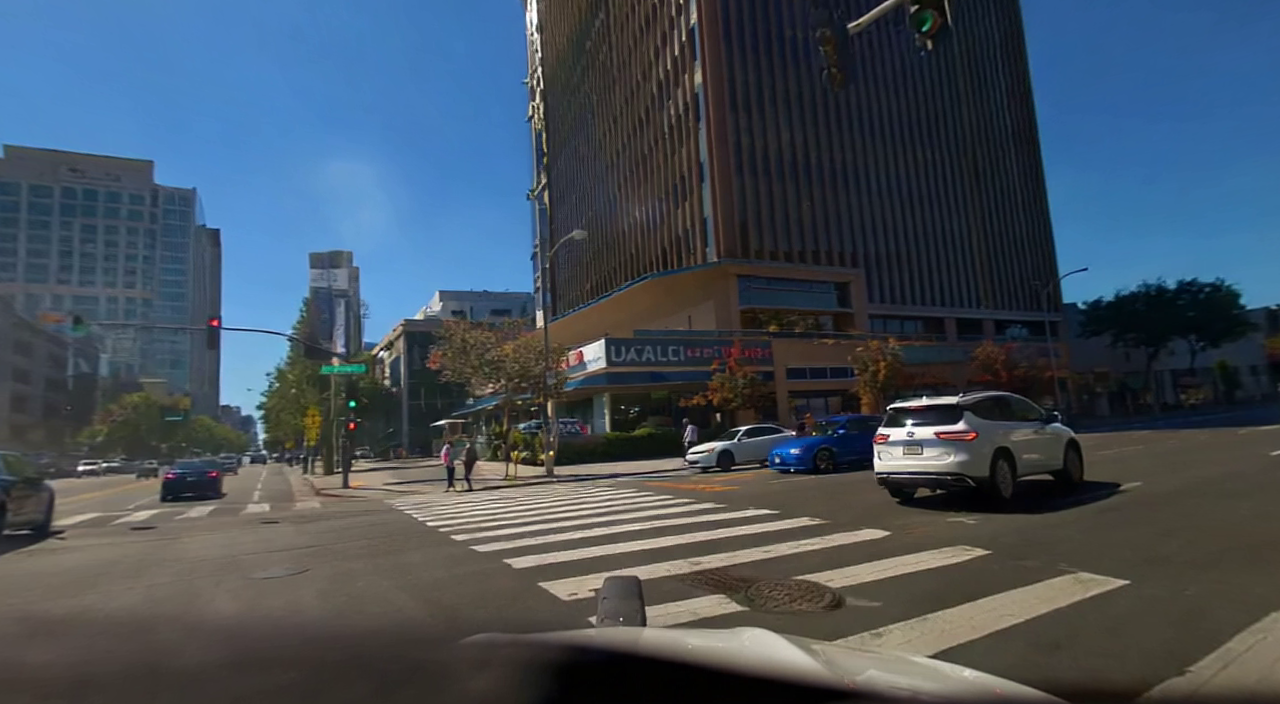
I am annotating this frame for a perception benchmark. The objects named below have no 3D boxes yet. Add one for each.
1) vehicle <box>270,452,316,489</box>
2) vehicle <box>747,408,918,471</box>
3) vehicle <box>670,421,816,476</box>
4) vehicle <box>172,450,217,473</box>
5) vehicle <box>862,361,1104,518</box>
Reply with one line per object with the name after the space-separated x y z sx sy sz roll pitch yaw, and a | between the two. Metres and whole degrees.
-17.571 5.942 31.884 1.920 1.605 4.091 0 -9 -30 | vehicle
5.273 2.374 17.196 4.504 1.507 1.857 5 -10 -31 | vehicle
3.163 2.923 19.275 4.021 1.508 1.989 5 -10 -31 | vehicle
-31.331 7.673 44.558 2.097 1.508 4.202 4 -10 -29 | vehicle
5.083 1.263 9.097 2.023 1.702 4.152 -8 -11 41 | vehicle
